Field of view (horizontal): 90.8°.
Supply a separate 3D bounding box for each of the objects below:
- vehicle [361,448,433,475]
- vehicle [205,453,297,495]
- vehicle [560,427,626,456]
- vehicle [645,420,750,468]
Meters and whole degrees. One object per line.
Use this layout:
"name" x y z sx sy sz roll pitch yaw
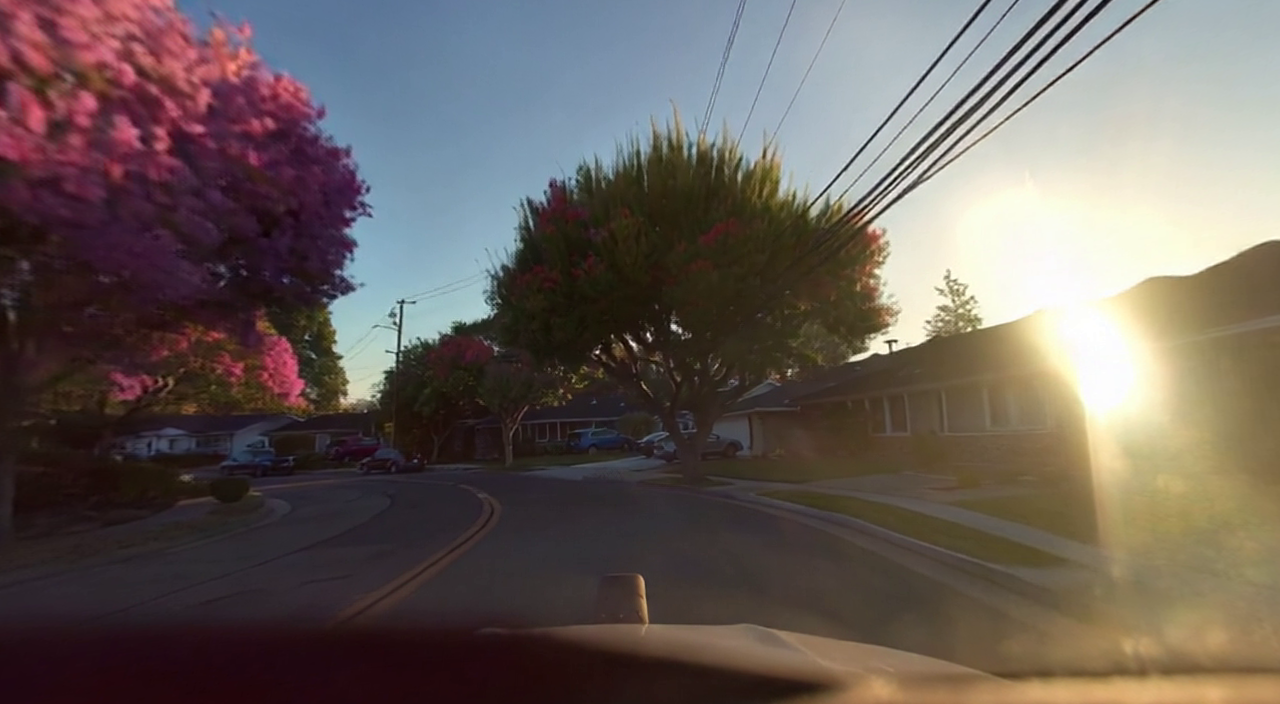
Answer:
"vehicle" -14.524 6.492 37.754 4.019 1.484 1.978 -6 -10 33
"vehicle" -17.134 5.296 27.773 3.897 1.493 1.942 -4 -7 34
"vehicle" -3.076 6.017 42.249 2.043 1.819 4.476 -6 -10 33
"vehicle" 2.738 4.325 29.862 4.459 1.738 1.930 -2 -7 -28
